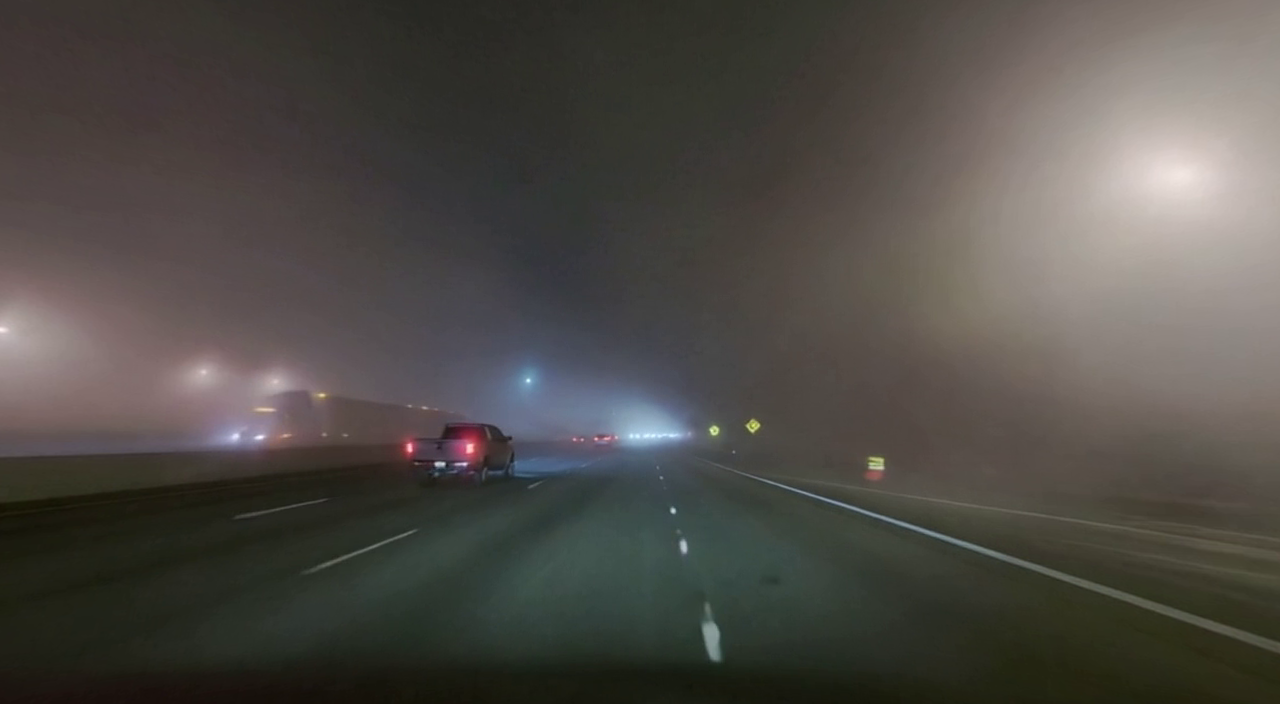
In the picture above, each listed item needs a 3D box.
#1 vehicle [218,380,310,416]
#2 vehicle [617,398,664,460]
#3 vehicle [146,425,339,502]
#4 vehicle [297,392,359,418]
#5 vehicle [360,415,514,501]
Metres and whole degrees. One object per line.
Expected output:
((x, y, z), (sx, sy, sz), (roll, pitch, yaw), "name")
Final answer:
((-24.001, 3.058, 40.478), (2.348, 1.985, 5.488), (0, -8, 2), "vehicle")
((0.135, 5.770, 46.570), (3.024, 4.019, 10.605), (0, -8, 1), "vehicle")
((-8.810, 2.470, 14.414), (1.845, 1.493, 3.799), (0, -8, 2), "vehicle")
((-23.708, 4.082, 48.020), (1.990, 1.703, 5.121), (0, -8, 2), "vehicle")
((-4.739, 2.536, 15.541), (2.119, 1.787, 4.655), (0, -8, 2), "vehicle")
